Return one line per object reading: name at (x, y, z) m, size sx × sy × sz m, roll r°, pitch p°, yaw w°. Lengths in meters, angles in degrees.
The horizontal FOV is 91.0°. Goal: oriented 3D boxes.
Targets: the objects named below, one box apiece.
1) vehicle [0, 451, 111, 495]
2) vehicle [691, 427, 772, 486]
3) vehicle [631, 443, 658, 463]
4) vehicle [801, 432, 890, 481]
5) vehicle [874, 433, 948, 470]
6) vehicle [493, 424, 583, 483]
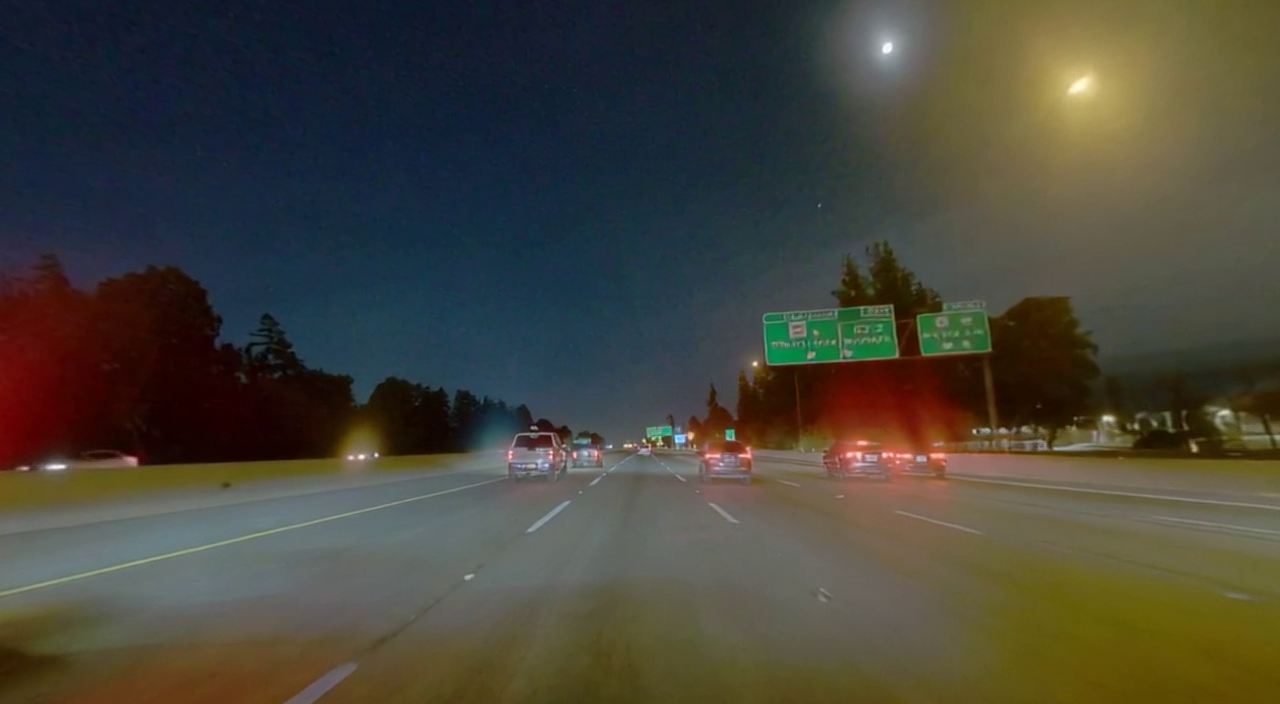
vehicle at (-24.109, 4.727, 24.998) m, size 1.968 × 1.518 × 4.676 m, roll 0°, pitch -9°, yaw 2°
vehicle at (2.918, 3.442, 20.978) m, size 2.181 × 1.728 × 3.970 m, roll 0°, pitch -9°, yaw 1°
vehicle at (0.347, 8.016, 49.938) m, size 2.047 × 1.493 × 3.890 m, roll 1°, pitch -9°, yaw 0°
vehicle at (7.727, 3.962, 24.101) m, size 2.022 × 1.682 × 4.226 m, roll 0°, pitch -9°, yaw 1°
vehicle at (13.783, 5.100, 32.346) m, size 2.010 × 1.765 × 4.375 m, roll 0°, pitch -9°, yaw 3°
vehicle at (-3.365, 3.501, 21.830) m, size 2.199 × 1.777 × 4.790 m, roll 0°, pitch -9°, yaw 1°
